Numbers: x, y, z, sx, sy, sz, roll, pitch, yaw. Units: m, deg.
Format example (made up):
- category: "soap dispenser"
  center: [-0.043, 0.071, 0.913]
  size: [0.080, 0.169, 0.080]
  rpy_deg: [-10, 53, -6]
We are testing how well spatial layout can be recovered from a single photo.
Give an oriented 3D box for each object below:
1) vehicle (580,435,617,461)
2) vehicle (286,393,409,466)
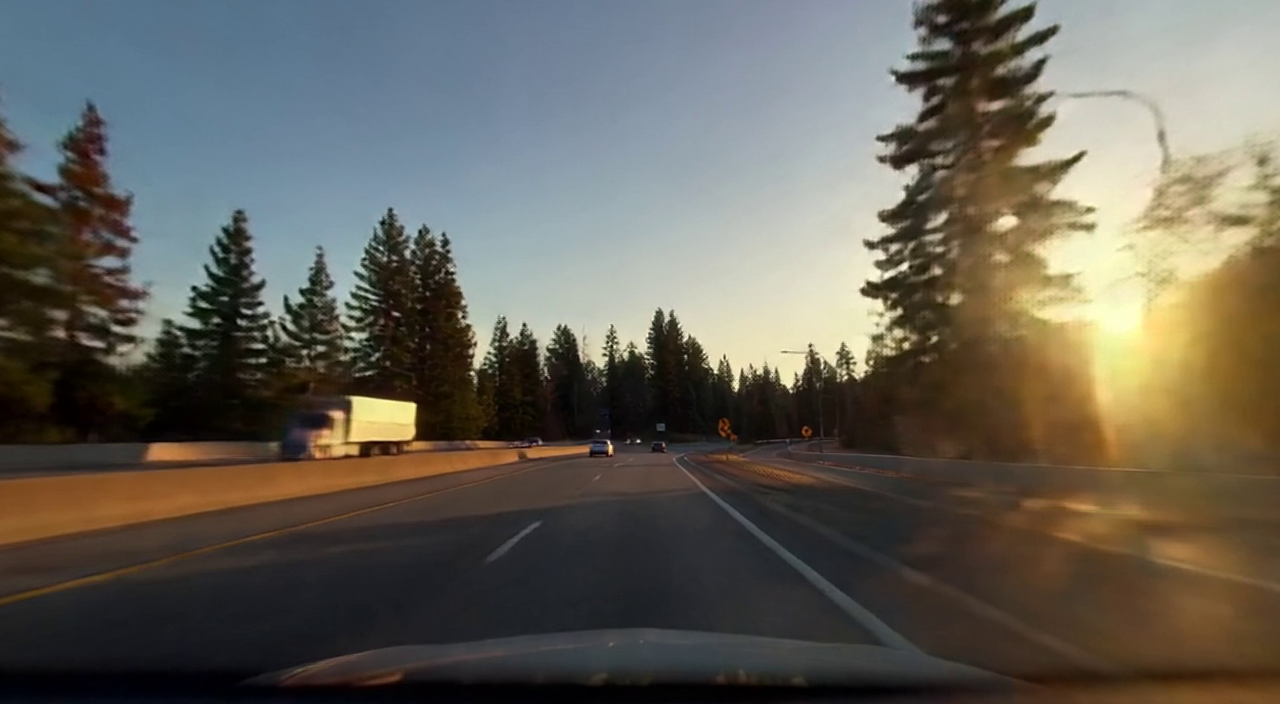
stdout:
- category: "vehicle"
  center: [-2.983, 6.972, 45.921]
  size: [2.129, 1.742, 4.217]
  rpy_deg: [-1, -8, 4]
- category: "vehicle"
  center: [-17.573, 4.839, 38.825]
  size: [2.951, 3.934, 8.914]
  rpy_deg: [-1, -8, 2]
